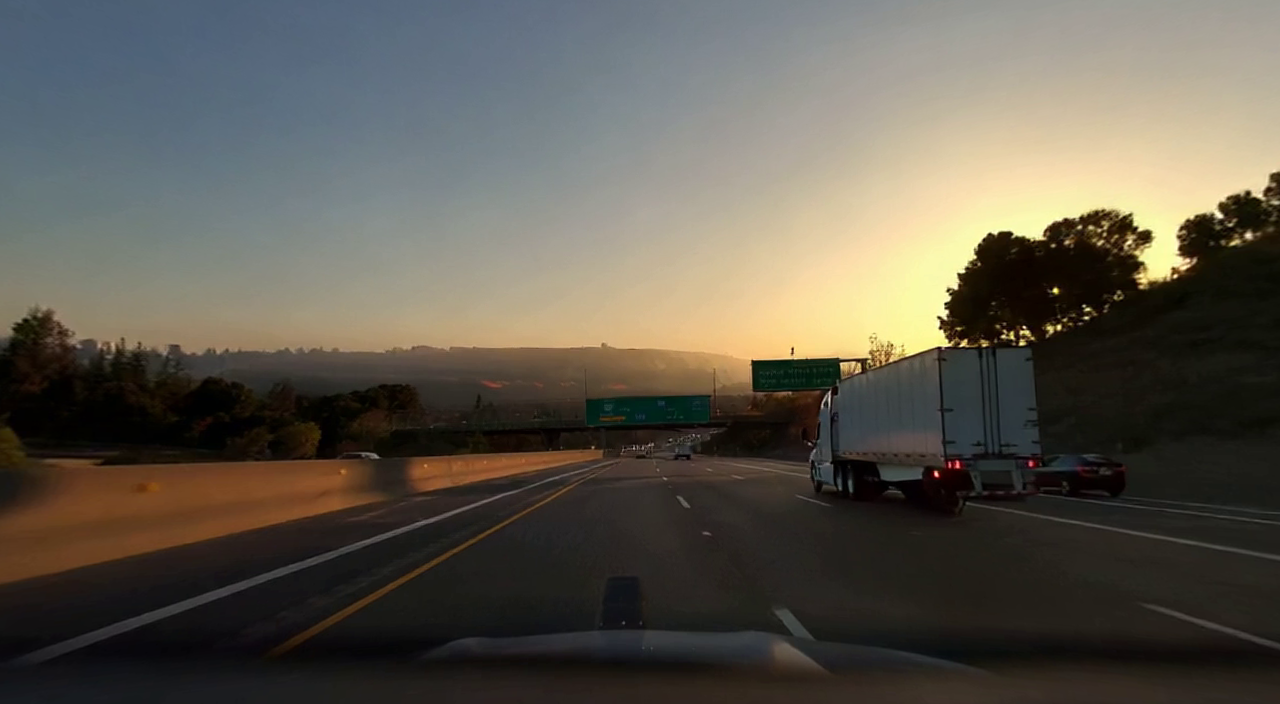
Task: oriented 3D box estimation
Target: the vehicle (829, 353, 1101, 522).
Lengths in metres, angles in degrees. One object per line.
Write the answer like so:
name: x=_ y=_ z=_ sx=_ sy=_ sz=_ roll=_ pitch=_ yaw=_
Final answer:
vehicle: x=7.265 y=2.184 z=15.741 sx=2.690 sy=3.197 sz=7.515 roll=0 pitch=-9 yaw=0
